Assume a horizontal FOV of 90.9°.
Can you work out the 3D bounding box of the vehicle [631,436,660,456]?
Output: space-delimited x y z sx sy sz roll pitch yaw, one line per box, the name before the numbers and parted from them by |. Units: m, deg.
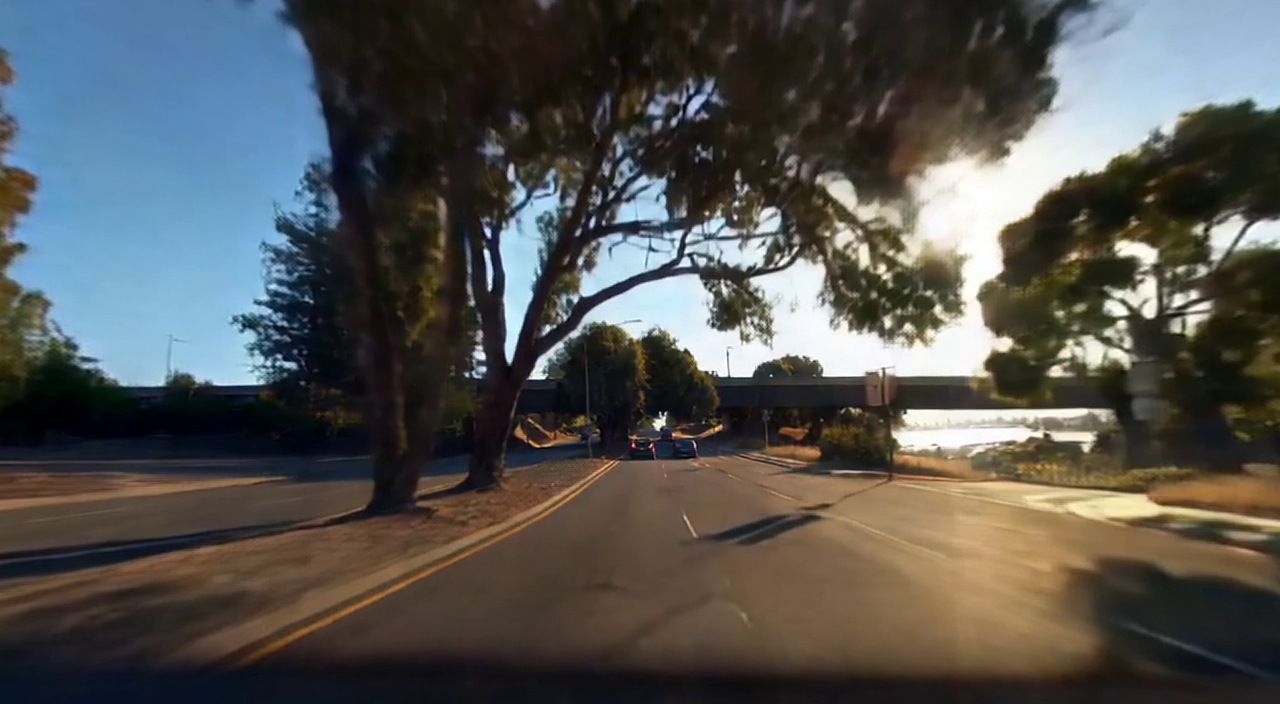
vehicle | 0.395 7.120 47.814 2.039 1.462 4.203 0 -9 0
